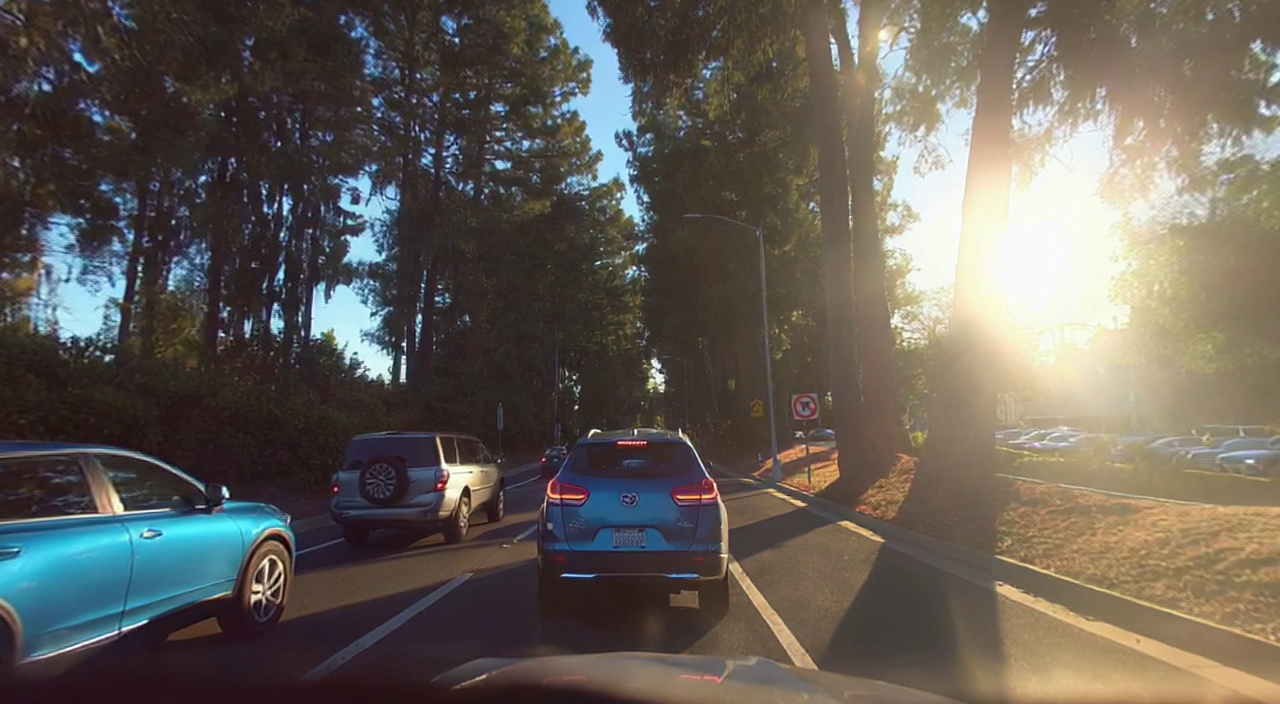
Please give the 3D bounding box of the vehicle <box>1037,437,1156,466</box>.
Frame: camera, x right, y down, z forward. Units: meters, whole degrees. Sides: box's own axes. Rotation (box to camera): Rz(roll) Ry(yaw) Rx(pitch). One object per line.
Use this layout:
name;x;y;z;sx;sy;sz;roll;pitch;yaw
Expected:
vehicle;28.470;6.208;39.476;5.955;1.702;2.166;1;-8;-6

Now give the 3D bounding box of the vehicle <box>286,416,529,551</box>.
vehicle;-3.462;2.063;10.648;2.188;1.745;4.618;0;-8;2

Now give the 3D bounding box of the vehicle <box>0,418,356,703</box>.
vehicle;-3.684;1.161;3.637;1.922;1.464;4.424;0;-8;2

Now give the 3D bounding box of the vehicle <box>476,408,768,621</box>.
vehicle;-0.039;1.524;6.838;2.229;1.591;3.897;-1;-8;3
